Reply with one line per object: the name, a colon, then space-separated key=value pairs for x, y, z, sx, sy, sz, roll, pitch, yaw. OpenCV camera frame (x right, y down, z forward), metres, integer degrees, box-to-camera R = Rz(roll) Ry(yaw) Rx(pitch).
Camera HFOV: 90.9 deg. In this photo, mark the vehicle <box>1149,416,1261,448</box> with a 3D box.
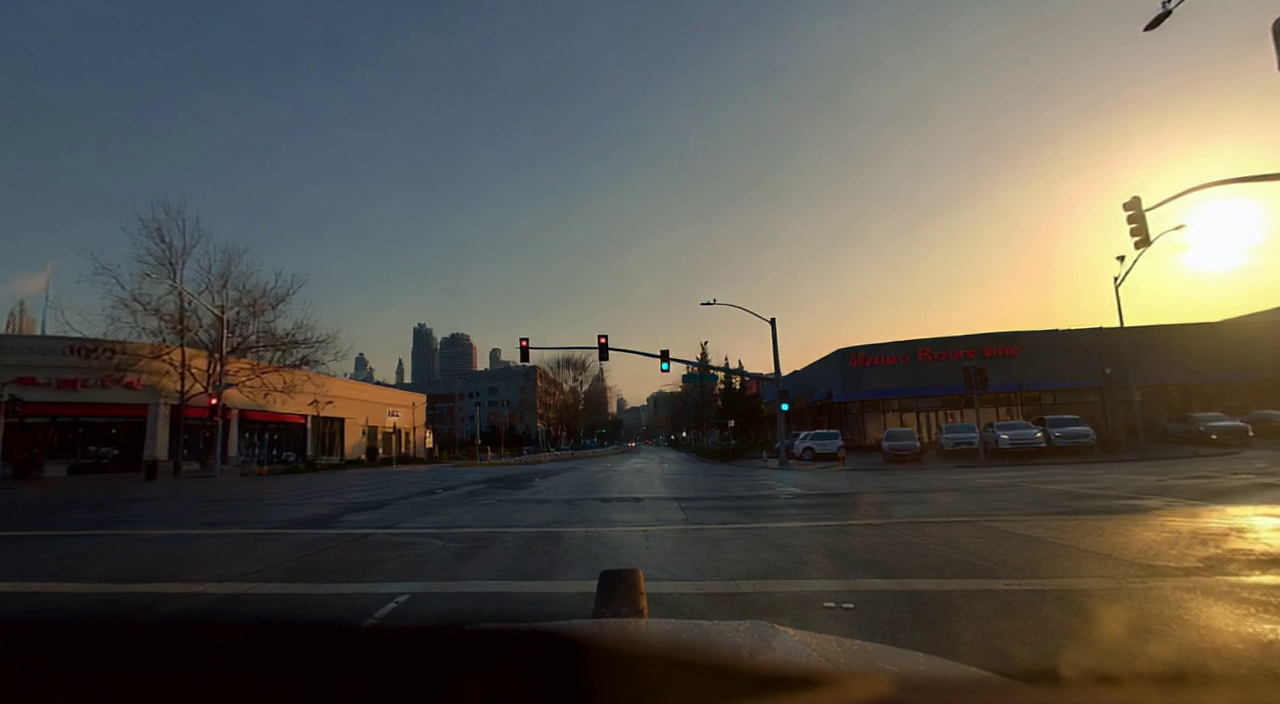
vehicle: x=28.272 y=4.074 z=31.724 sx=1.799 sy=1.459 sz=4.266 roll=-1 pitch=-8 yaw=3
